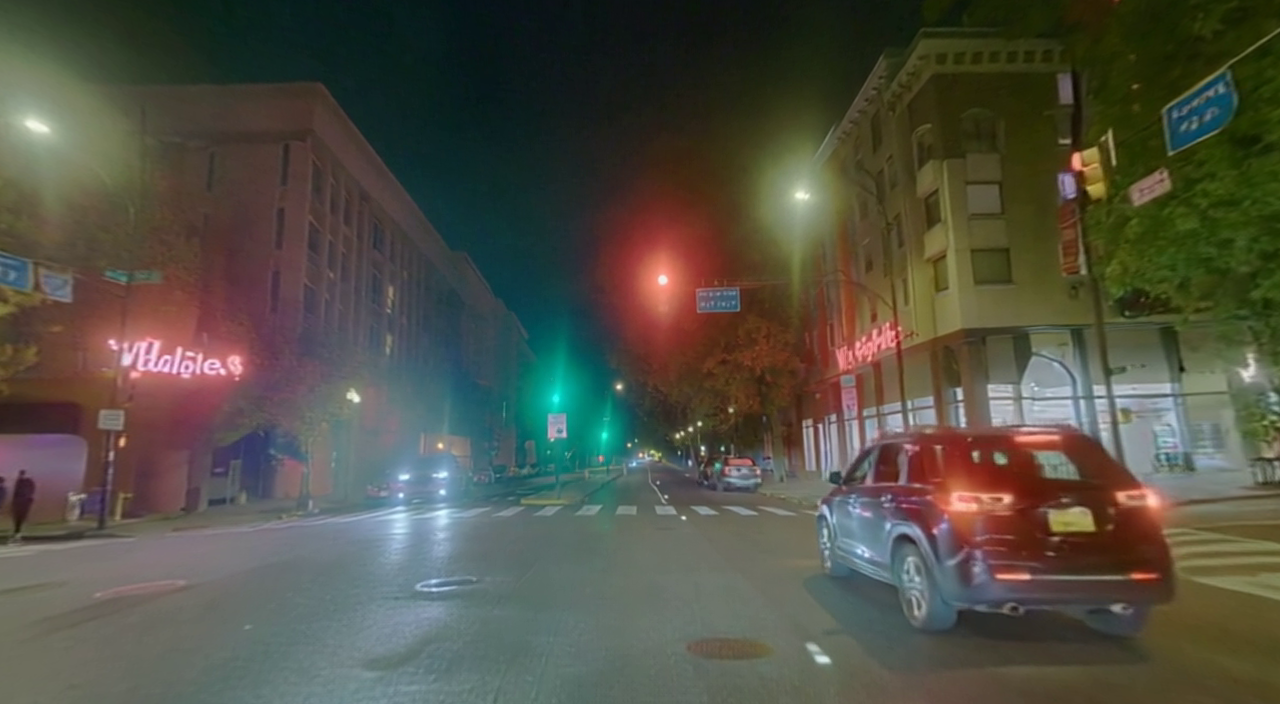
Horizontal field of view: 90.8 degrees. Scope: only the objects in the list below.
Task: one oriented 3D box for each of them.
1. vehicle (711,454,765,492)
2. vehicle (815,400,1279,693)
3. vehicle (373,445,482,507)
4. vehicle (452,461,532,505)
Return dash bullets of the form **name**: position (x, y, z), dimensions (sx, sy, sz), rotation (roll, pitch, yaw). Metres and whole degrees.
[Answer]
- **vehicle**: position (5.200, 6.479, 34.143), dimensions (2.010, 1.844, 4.386), rotation (0, -8, -2)
- **vehicle**: position (2.739, 1.318, 5.083), dimensions (1.822, 1.654, 2.794), rotation (0, -8, 0)
- **vehicle**: position (-8.753, 5.107, 26.769), dimensions (2.489, 2.323, 5.843), rotation (0, -8, 1)
- **vehicle**: position (-5.729, 5.122, 25.020), dimensions (1.983, 1.438, 4.559), rotation (0, -8, 1)
